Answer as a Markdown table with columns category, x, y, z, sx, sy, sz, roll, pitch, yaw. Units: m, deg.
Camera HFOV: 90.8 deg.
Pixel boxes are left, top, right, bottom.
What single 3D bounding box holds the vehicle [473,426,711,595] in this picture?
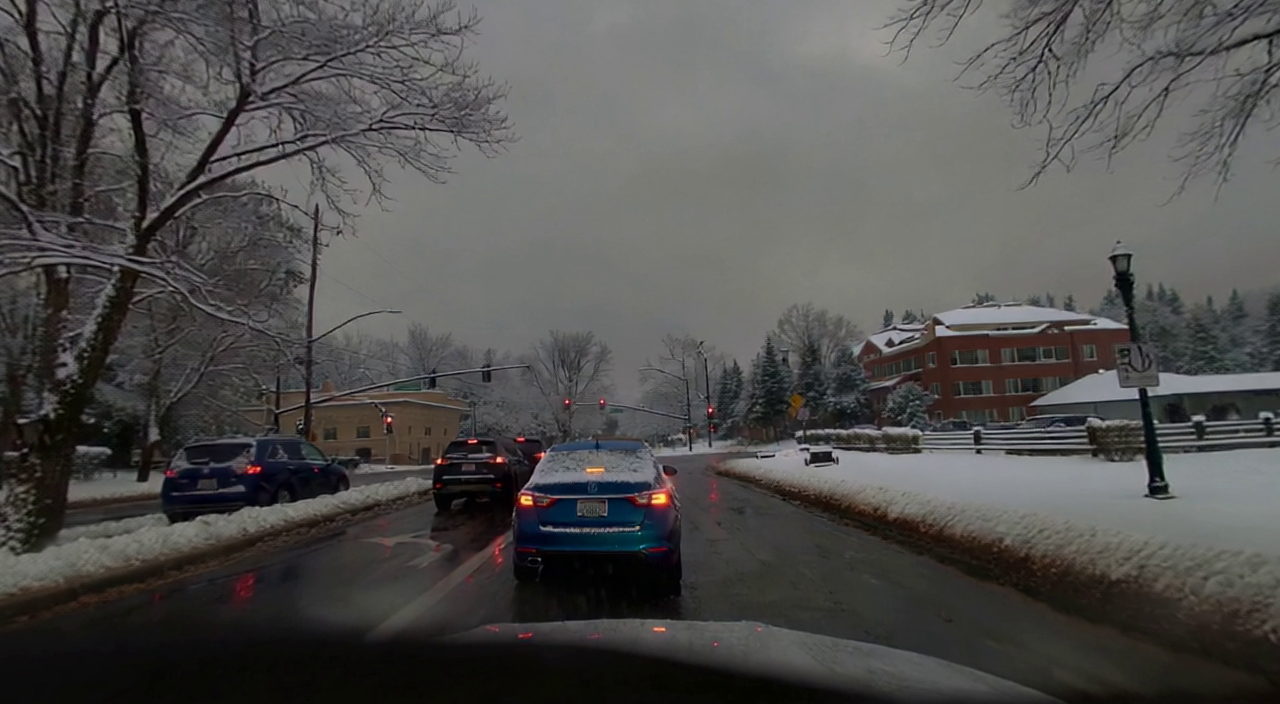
| category | x | y | z | sx | sy | sz | roll | pitch | yaw |
| --- | --- | --- | --- | --- | --- | --- | --- | --- | --- |
| vehicle | -0.415 | 1.708 | 7.633 | 2.104 | 1.472 | 3.946 | 0 | -9 | 0 |

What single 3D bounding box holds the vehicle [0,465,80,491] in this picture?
| category | x | y | z | sx | sy | sz | roll | pitch | yaw |
| --- | --- | --- | --- | --- | --- | --- | --- | --- | --- |
| vehicle | -36.616 | 7.553 | 37.954 | 4.093 | 1.440 | 1.804 | 0 | -9 | -2 |

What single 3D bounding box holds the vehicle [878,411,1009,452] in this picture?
| category | x | y | z | sx | sy | sz | roll | pitch | yaw |
| --- | --- | --- | --- | --- | --- | --- | --- | --- | --- |
| vehicle | 13.931 | 3.700 | 29.221 | 4.975 | 1.809 | 1.956 | 0 | -9 | 1 |

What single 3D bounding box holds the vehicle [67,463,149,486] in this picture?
| category | x | y | z | sx | sy | sz | roll | pitch | yaw |
| --- | --- | --- | --- | --- | --- | --- | --- | --- | --- |
| vehicle | -36.418 | 8.393 | 43.290 | 3.918 | 1.423 | 1.861 | -1 | -9 | 2 |

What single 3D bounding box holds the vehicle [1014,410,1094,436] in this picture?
| category | x | y | z | sx | sy | sz | roll | pitch | yaw |
| --- | --- | --- | --- | --- | --- | --- | --- | --- | --- |
| vehicle | 30.301 | 5.255 | 46.420 | 4.627 | 1.671 | 1.929 | -5 | -10 | 29 |

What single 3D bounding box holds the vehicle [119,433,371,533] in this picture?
| category | x | y | z | sx | sy | sz | roll | pitch | yaw |
| --- | --- | --- | --- | --- | --- | --- | --- | --- | --- |
| vehicle | -7.275 | 2.433 | 12.344 | 2.096 | 1.593 | 4.288 | 0 | -9 | 0 |
